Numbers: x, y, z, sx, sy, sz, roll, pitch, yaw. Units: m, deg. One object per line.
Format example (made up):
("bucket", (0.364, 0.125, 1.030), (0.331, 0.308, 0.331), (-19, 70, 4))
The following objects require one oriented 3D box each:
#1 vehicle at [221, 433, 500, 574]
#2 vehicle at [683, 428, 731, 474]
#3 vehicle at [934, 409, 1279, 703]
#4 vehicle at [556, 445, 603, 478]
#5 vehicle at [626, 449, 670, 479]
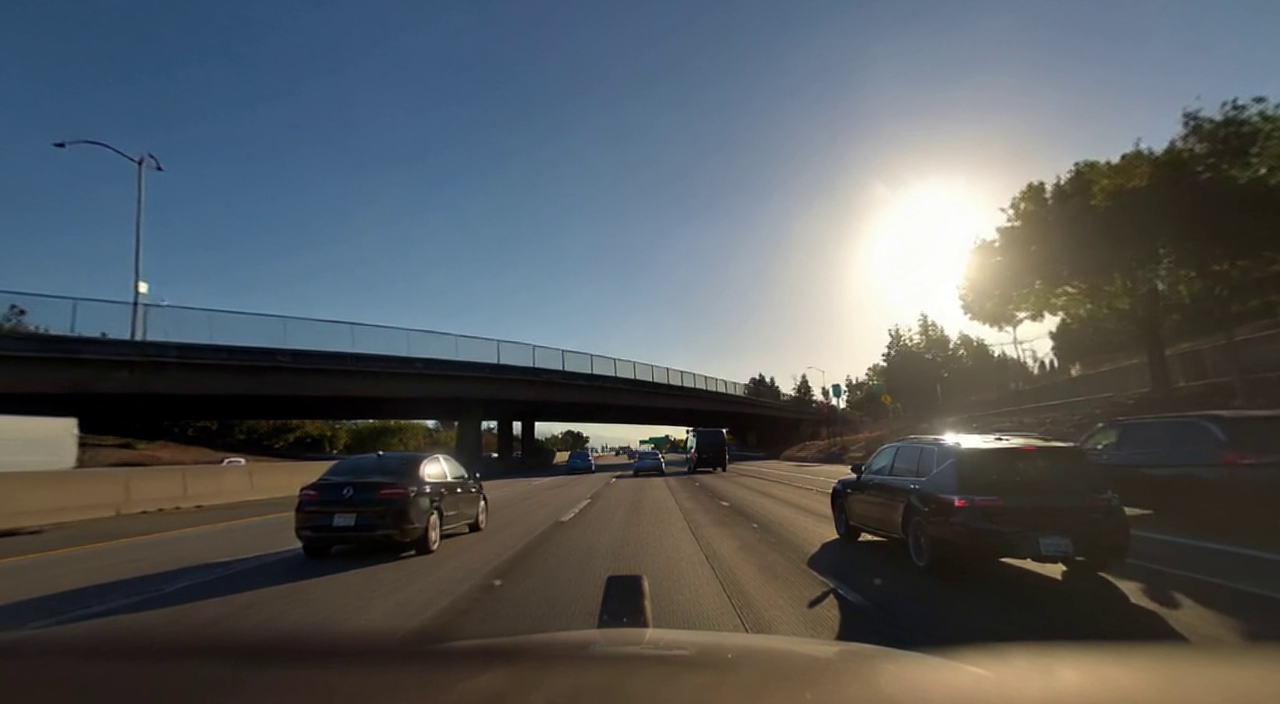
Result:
("vehicle", (-3.580, 1.999, 9.090), (2.137, 1.562, 3.926), (0, -8, 2))
("vehicle", (4.244, 6.459, 41.316), (2.436, 2.745, 6.607), (0, -9, 0))
("vehicle", (4.172, 1.255, 4.374), (2.085, 1.558, 4.466), (0, -9, 0))
("vehicle", (-3.303, 6.093, 35.366), (2.078, 1.706, 4.298), (-1, -8, 2))
("vehicle", (0.391, 5.908, 33.461), (2.174, 1.467, 4.005), (0, -8, 0))
